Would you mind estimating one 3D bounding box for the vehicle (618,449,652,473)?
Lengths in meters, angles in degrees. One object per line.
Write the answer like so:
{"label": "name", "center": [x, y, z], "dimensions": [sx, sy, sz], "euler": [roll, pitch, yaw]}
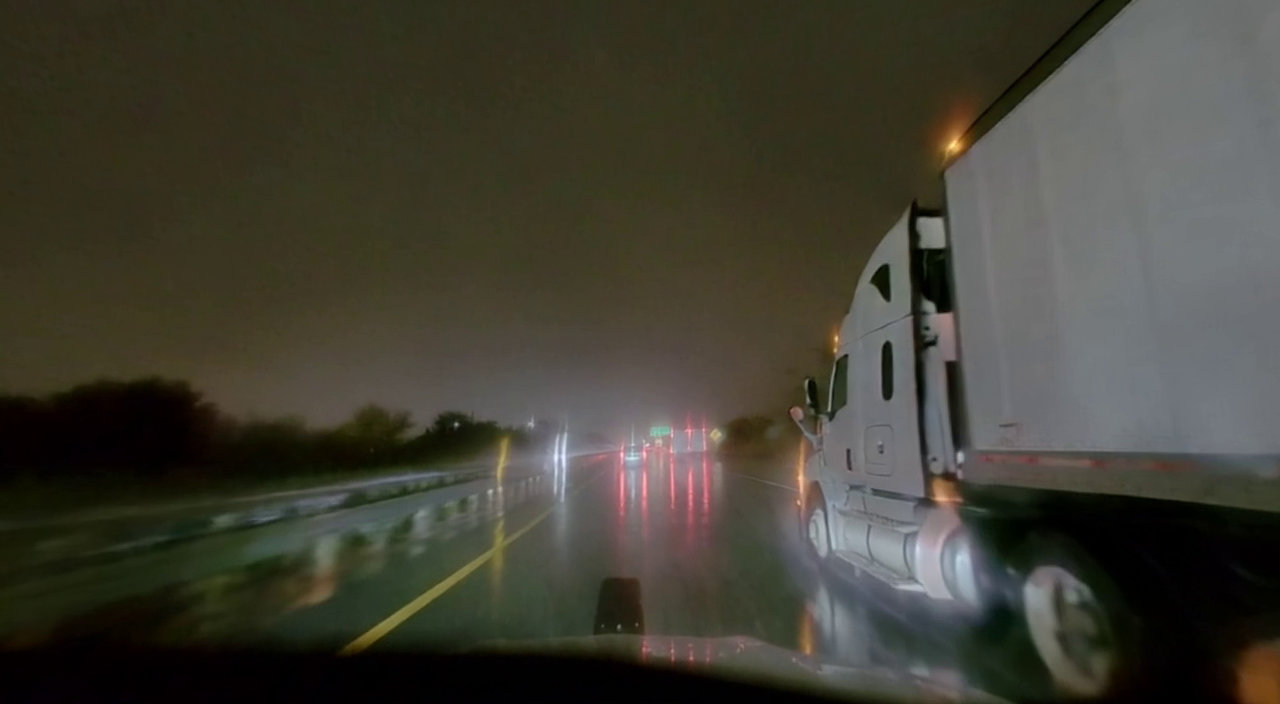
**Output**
{"label": "vehicle", "center": [-0.362, 7.107, 41.196], "dimensions": [2.083, 1.473, 3.923], "euler": [0, -9, -1]}
